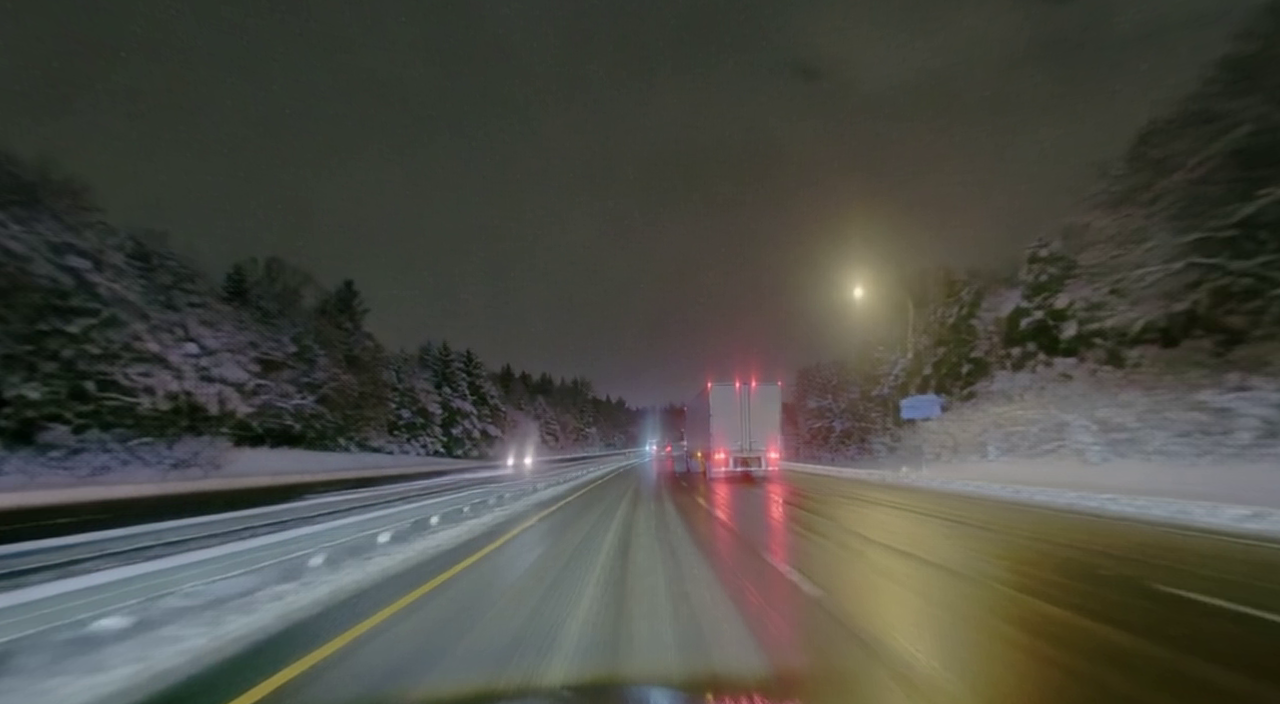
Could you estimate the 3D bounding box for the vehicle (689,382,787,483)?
[{"bbox_3d":[4.366,4.162,31.402,2.965,4.028,12.529,0,-9,0],"label":"vehicle"}]
